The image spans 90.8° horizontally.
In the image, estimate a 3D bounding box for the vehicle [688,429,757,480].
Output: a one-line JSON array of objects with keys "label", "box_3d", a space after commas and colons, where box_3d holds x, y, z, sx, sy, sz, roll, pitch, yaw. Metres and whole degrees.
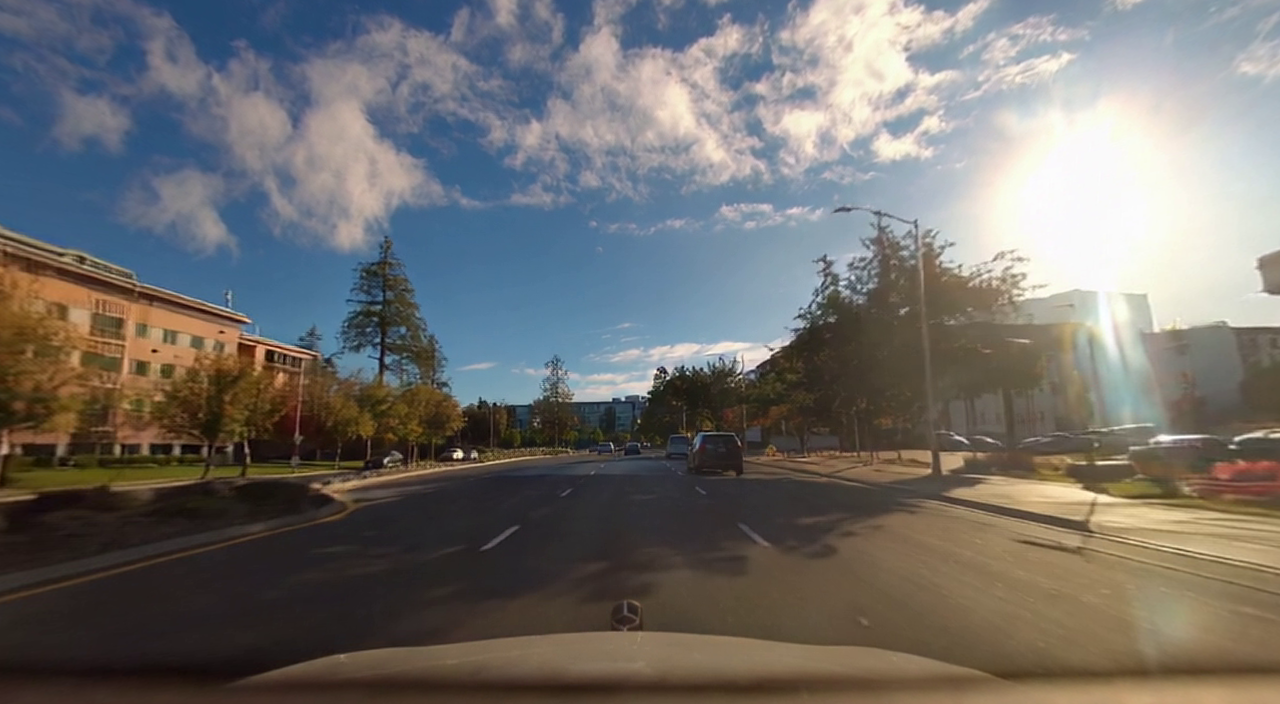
[{"label": "vehicle", "box_3d": [3.126, 3.990, 24.949, 2.060, 1.816, 4.343, 0, -8, -1]}]

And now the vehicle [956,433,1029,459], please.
[{"label": "vehicle", "box_3d": [27.818, 7.437, 49.949, 4.609, 1.919, 1.985, 0, -8, -9]}]
